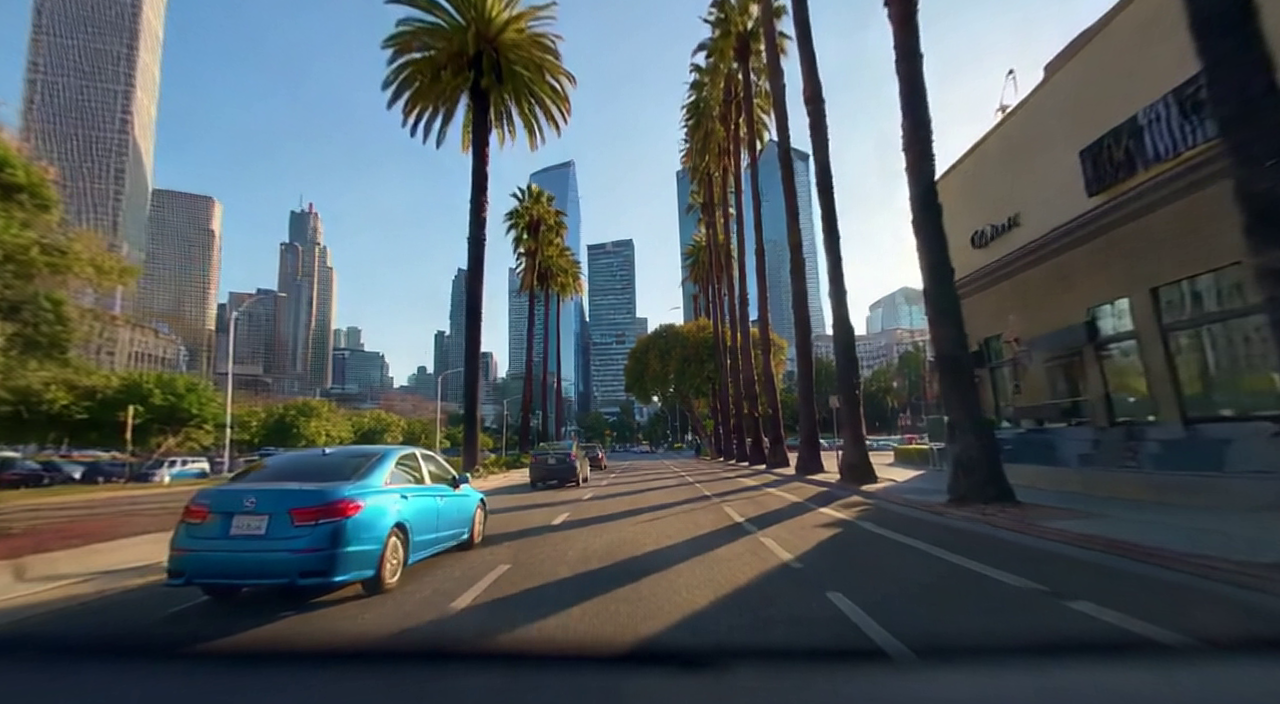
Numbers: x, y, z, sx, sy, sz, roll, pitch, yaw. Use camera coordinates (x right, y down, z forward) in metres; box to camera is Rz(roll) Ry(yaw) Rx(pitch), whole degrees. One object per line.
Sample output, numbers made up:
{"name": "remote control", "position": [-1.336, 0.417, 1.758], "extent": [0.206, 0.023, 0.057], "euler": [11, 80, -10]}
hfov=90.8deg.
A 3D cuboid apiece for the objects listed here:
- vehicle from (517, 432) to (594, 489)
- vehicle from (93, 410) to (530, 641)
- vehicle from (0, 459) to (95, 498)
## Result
{"name": "vehicle", "position": [-2.702, 3.604, 21.228], "extent": [1.894, 1.702, 3.999], "euler": [0, -9, 2]}
{"name": "vehicle", "position": [-2.624, 1.506, 6.542], "extent": [2.071, 1.544, 4.383], "euler": [0, -9, 1]}
{"name": "vehicle", "position": [-29.797, 6.144, 30.969], "extent": [1.914, 1.657, 4.646], "euler": [0, -9, 0]}
